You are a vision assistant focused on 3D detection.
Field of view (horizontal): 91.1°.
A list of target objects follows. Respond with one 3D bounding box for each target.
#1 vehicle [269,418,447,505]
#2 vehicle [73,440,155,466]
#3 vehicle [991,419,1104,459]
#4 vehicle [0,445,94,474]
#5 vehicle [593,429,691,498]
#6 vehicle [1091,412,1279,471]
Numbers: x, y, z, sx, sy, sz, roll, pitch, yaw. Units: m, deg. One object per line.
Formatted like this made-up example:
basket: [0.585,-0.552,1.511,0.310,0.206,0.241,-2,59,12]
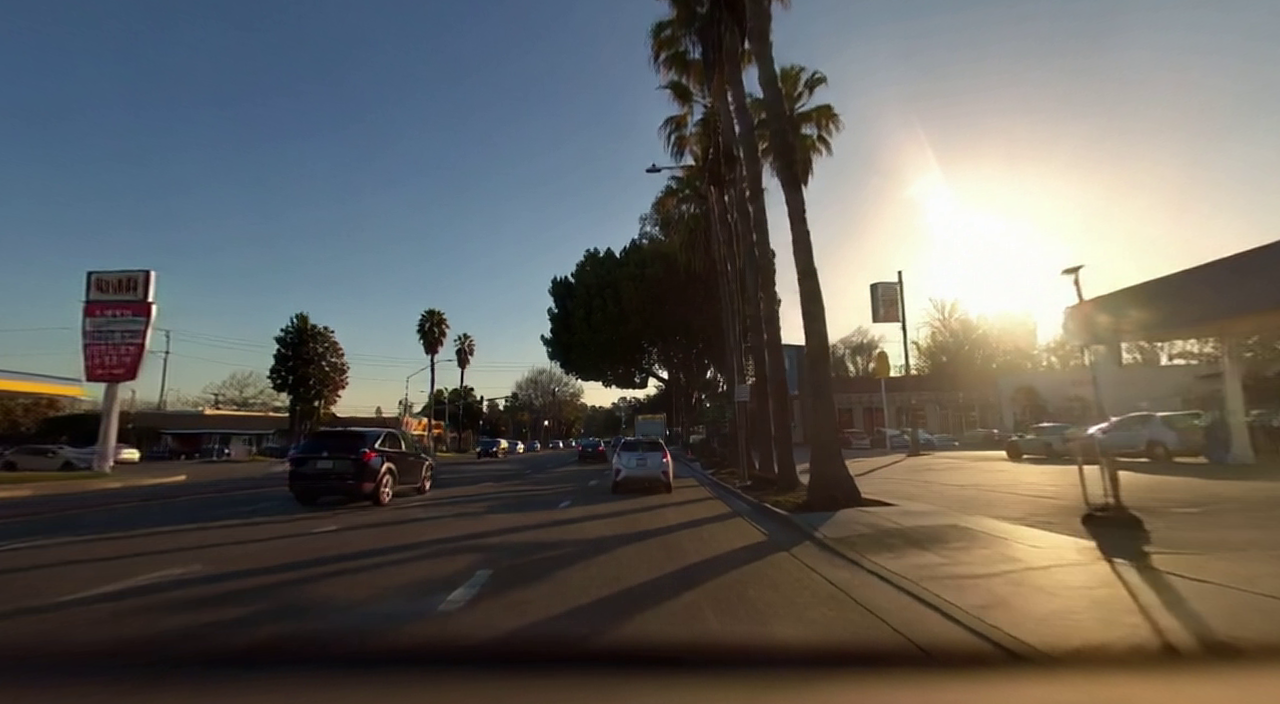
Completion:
vehicle: [-6.284,2.498,14.685,2.057,1.705,4.394,0,-8,1]
vehicle: [-35.502,6.828,42.526,1.888,1.650,4.369,1,-8,-2]
vehicle: [16.726,3.635,26.106,1.902,1.502,4.395,0,-9,3]
vehicle: [-32.375,5.742,33.745,4.056,1.453,1.865,4,-9,-26]
vehicle: [0.055,2.787,16.081,2.145,1.483,4.453,0,-8,0]
vehicle: [17.075,2.841,19.965,2.009,1.630,4.436,0,-8,-2]
